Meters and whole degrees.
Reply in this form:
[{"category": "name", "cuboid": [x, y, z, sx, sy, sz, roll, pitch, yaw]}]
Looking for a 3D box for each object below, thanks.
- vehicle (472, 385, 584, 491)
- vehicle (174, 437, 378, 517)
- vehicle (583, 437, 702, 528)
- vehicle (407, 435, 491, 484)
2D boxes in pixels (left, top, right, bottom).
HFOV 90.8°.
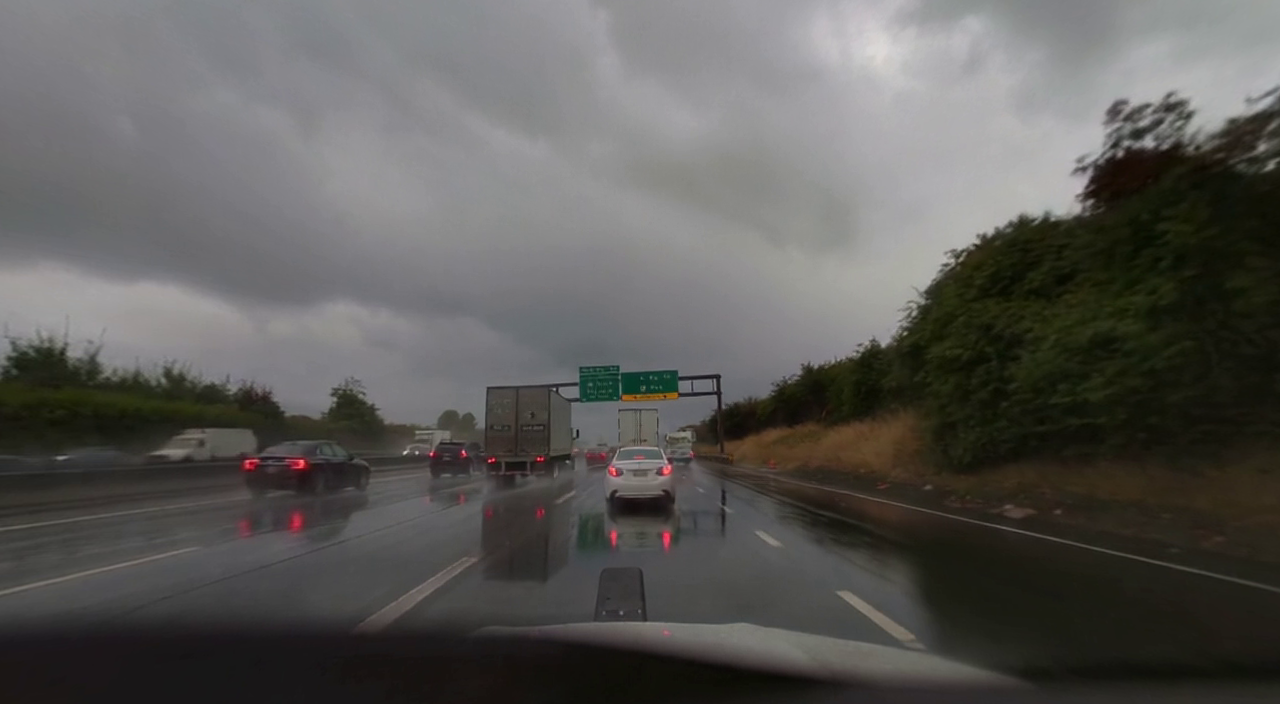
[{"category": "vehicle", "cuboid": [-3.890, 3.296, 23.796, 2.812, 3.342, 7.248, -1, -9, 1]}, {"category": "vehicle", "cuboid": [-8.002, 2.770, 14.523, 1.879, 1.521, 4.623, -1, -9, 1]}, {"category": "vehicle", "cuboid": [0.023, 2.450, 12.349, 1.995, 1.495, 3.380, 0, -9, -1]}, {"category": "vehicle", "cuboid": [-7.512, 4.276, 25.291, 1.952, 1.746, 4.332, -1, -9, 1]}]
